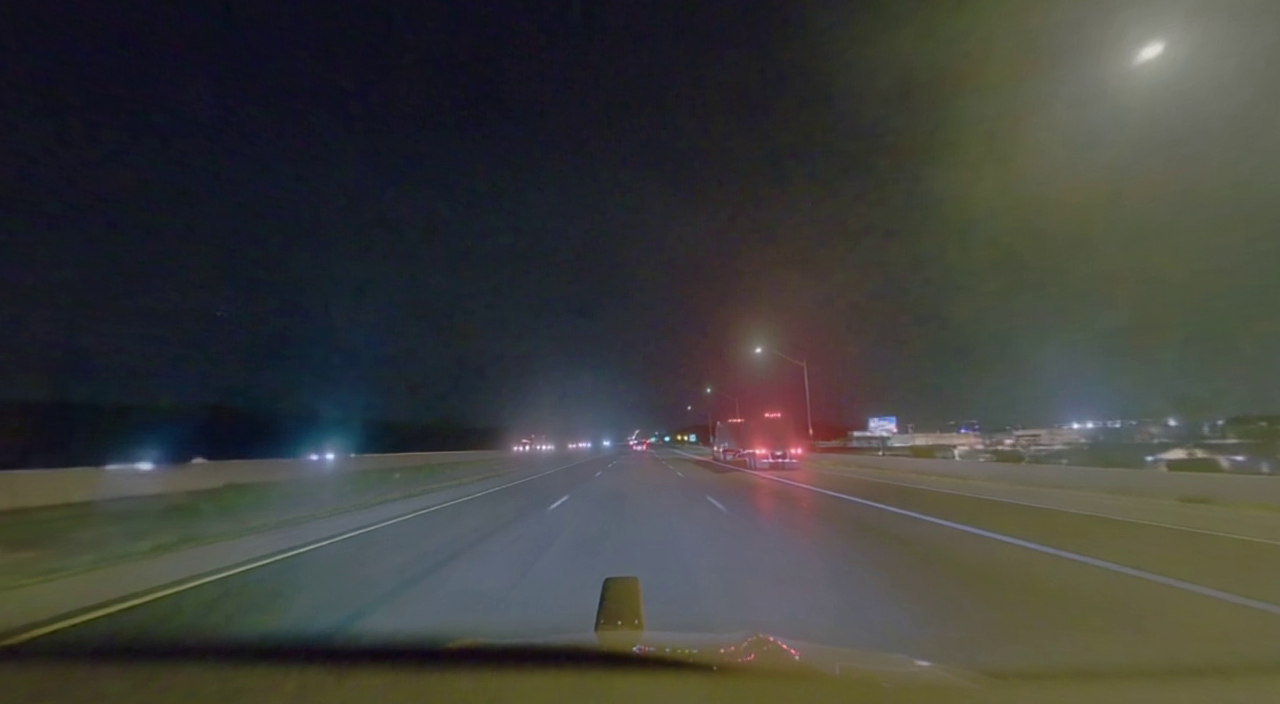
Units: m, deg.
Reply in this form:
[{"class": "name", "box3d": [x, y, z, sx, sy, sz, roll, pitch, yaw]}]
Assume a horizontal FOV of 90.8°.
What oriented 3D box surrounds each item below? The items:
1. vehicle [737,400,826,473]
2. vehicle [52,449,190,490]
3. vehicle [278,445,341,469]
[{"class": "vehicle", "box3d": [6.867, 4.332, 31.961, 2.793, 3.204, 7.997, 0, -8, 1]}, {"class": "vehicle", "box3d": [-21.602, 4.878, 26.581, 1.862, 1.505, 4.617, 0, -8, 1]}, {"class": "vehicle", "box3d": [-25.681, 8.123, 49.240, 2.177, 1.782, 5.071, 0, -8, 0]}]
